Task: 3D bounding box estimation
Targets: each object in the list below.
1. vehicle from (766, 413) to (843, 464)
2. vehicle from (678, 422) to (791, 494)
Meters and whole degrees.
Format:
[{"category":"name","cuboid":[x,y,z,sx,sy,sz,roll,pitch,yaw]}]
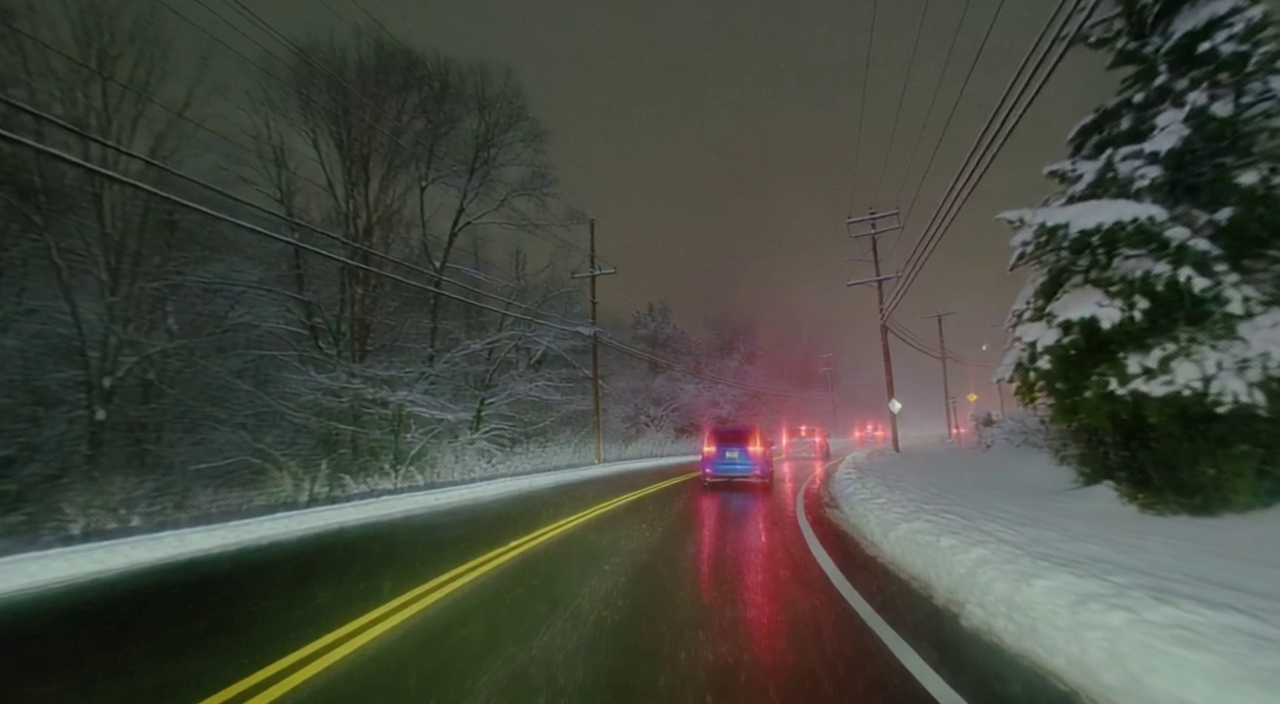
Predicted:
[{"category":"vehicle","cuboid":[7.988,4.149,30.119,2.376,2.145,5.953,-4,-9,26]},{"category":"vehicle","cuboid":[2.597,2.701,16.398,2.157,1.565,4.243,-3,-9,18]}]
